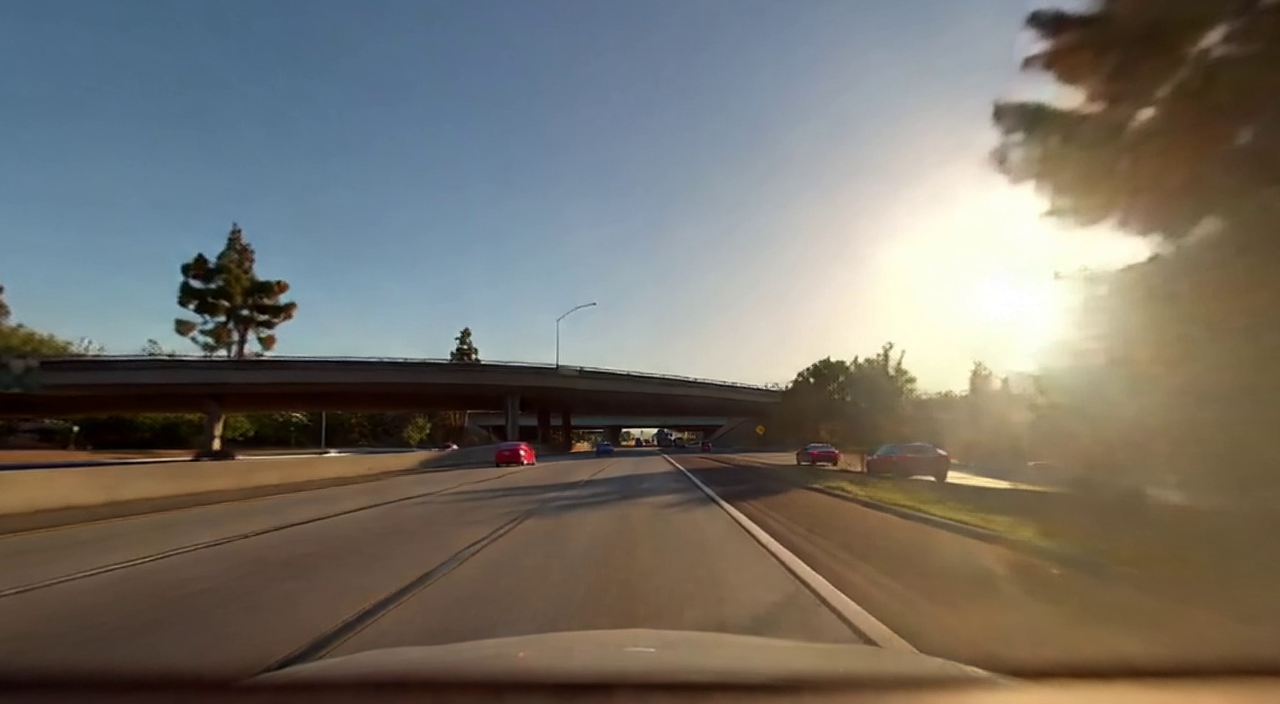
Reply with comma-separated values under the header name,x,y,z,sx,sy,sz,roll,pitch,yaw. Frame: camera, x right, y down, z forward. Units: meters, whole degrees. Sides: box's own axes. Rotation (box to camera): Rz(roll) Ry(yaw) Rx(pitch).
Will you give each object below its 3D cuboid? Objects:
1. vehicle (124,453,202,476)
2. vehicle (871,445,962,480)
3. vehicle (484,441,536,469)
name,x,y,z,sx,sy,sz,roll,pitch,yaw
vehicle,-35.262,8.308,46.787,1.875,1.460,4.702,-1,-8,5
vehicle,12.767,5.098,29.436,2.000,1.515,4.188,1,-8,-6
vehicle,-7.290,5.805,35.795,1.987,1.486,4.174,-1,-8,2
